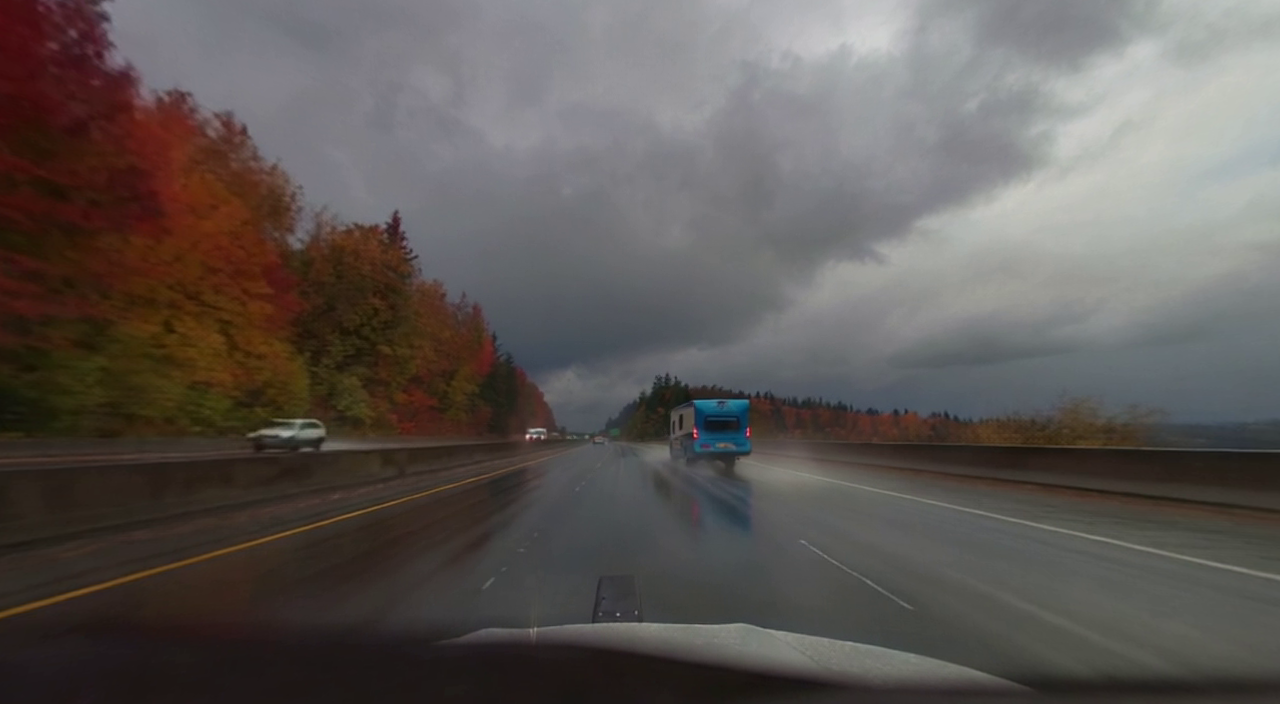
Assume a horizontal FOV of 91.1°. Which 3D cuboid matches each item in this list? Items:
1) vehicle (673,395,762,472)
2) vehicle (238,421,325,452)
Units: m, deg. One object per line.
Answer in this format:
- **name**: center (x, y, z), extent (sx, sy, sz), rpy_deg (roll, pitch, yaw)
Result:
- **vehicle**: center (3.123, 3.557, 27.417), extent (2.815, 2.876, 7.101), rpy_deg (0, -8, -1)
- **vehicle**: center (-19.312, 4.598, 34.113), extent (2.129, 1.551, 4.562), rpy_deg (0, -8, -2)
